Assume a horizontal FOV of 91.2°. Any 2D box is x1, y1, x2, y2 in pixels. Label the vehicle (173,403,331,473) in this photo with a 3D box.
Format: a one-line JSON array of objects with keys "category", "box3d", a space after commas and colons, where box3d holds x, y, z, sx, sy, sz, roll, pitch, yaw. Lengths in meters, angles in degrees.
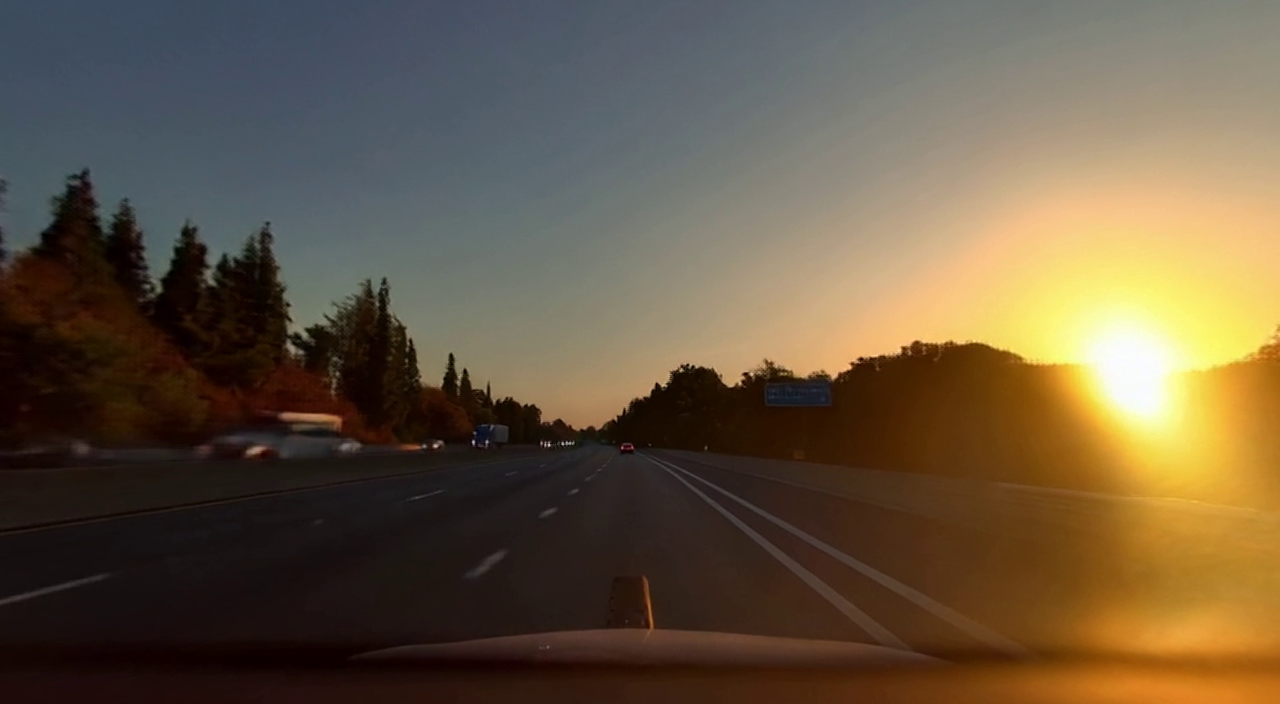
[{"category": "vehicle", "box3d": [-16.283, 3.727, 27.073, 2.357, 2.600, 7.018, 0, -8, -1]}]
